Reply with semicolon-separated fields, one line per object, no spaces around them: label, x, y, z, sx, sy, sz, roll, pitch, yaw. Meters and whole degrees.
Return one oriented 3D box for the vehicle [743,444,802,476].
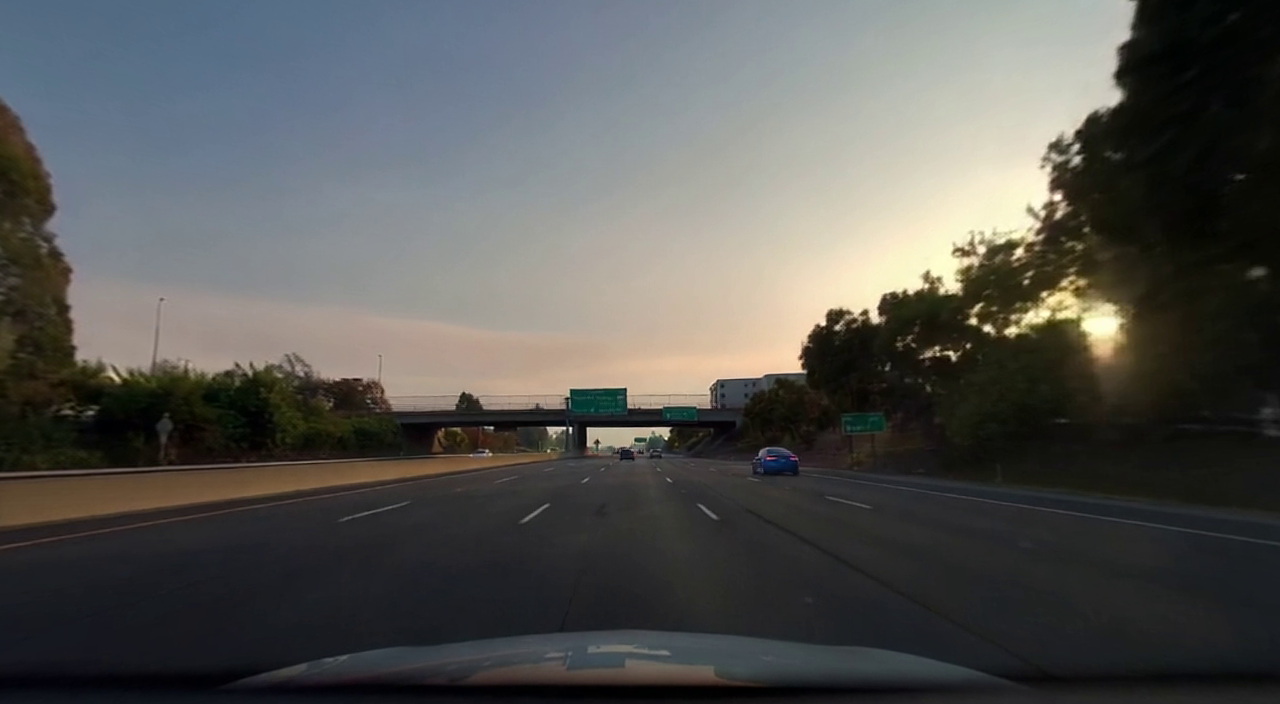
vehicle;6.782;5.552;32.855;1.958;1.498;4.447;1;-8;-2
